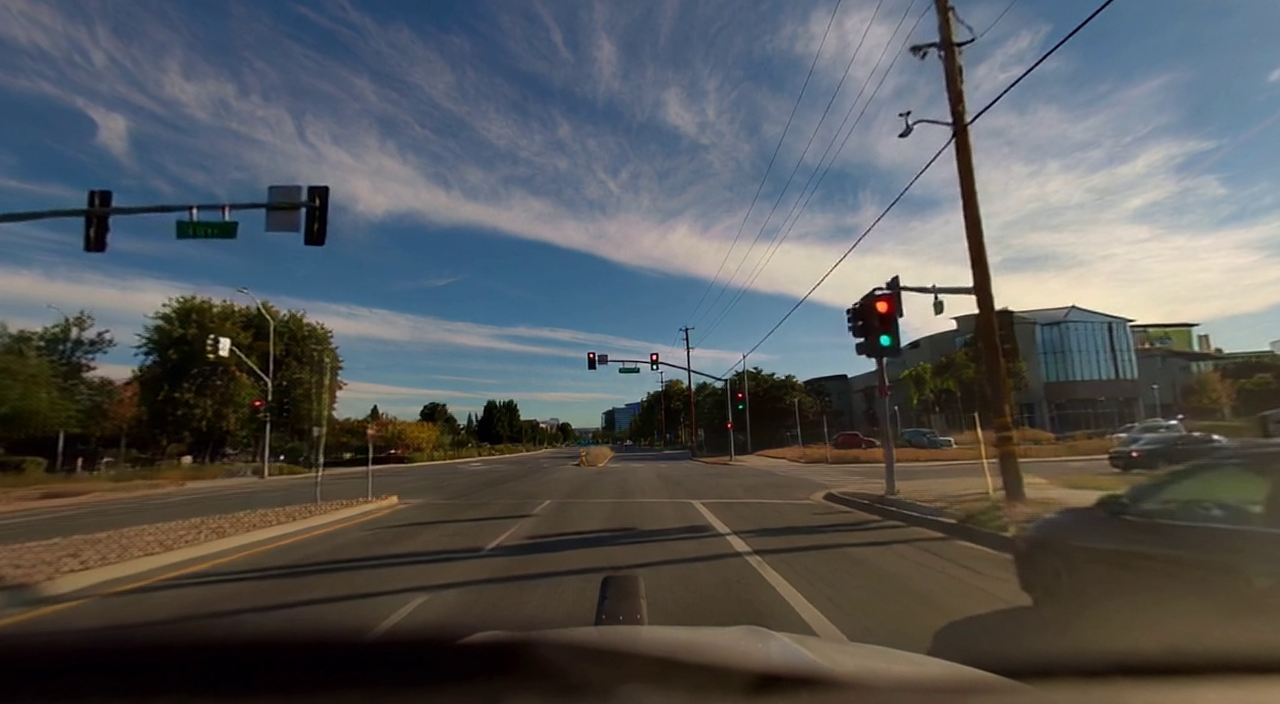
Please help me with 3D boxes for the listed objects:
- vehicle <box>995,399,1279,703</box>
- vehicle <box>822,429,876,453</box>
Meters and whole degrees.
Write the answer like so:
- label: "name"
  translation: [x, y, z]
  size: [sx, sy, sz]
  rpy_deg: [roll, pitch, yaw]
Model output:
- label: "vehicle"
  translation: [3.994, 0.979, 3.005]
  size: [1.961, 1.497, 4.415]
  rpy_deg: [0, -9, -1]
- label: "vehicle"
  translation: [14.934, 6.413, 45.463]
  size: [1.959, 1.471, 4.570]
  rpy_deg: [-4, -8, -4]
